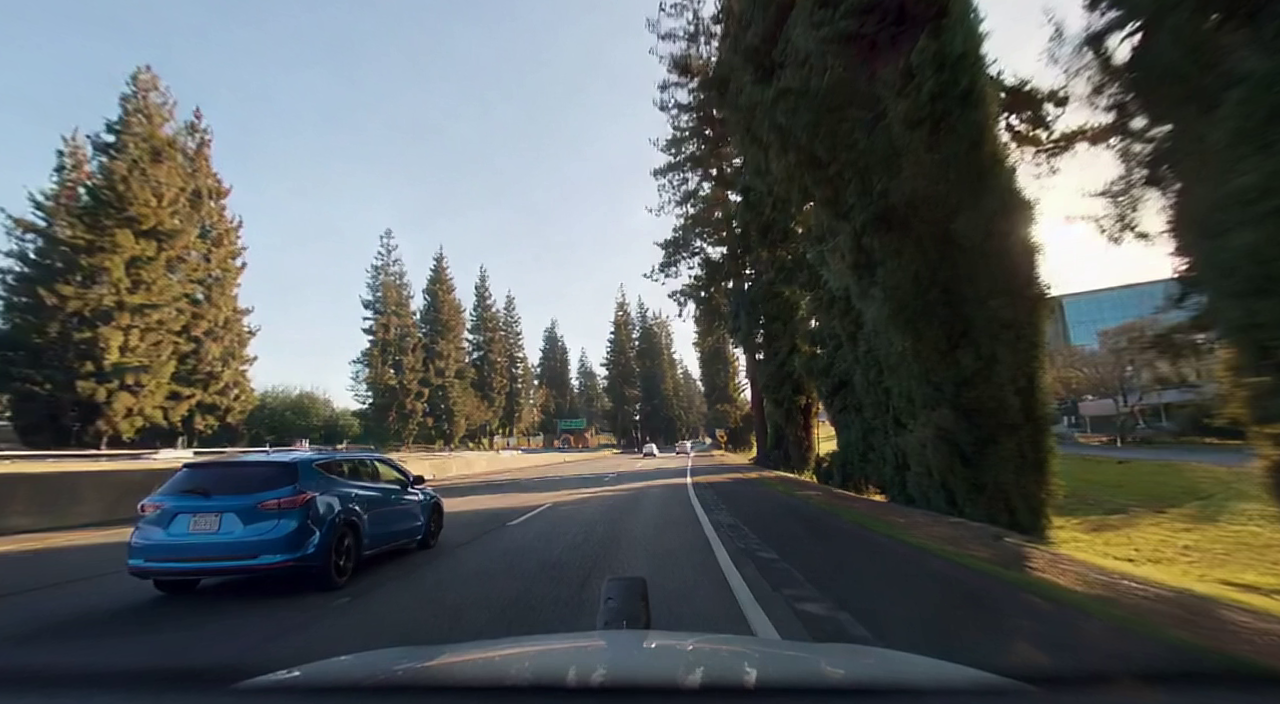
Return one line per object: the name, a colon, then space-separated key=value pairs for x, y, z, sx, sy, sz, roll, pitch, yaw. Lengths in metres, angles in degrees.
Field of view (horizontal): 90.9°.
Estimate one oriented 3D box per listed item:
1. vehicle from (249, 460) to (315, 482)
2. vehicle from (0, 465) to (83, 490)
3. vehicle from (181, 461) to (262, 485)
vehicle: x=-25.349 y=8.425 z=44.817 sx=1.883 sy=1.426 sz=3.958 roll=-2 pitch=-8 yaw=11
vehicle: x=-40.730 y=8.481 z=42.948 sx=1.709 sy=1.468 sz=3.901 roll=-2 pitch=-8 yaw=10
vehicle: x=-29.030 y=8.364 z=43.931 sx=1.964 sy=1.444 sz=4.565 roll=-2 pitch=-8 yaw=11
